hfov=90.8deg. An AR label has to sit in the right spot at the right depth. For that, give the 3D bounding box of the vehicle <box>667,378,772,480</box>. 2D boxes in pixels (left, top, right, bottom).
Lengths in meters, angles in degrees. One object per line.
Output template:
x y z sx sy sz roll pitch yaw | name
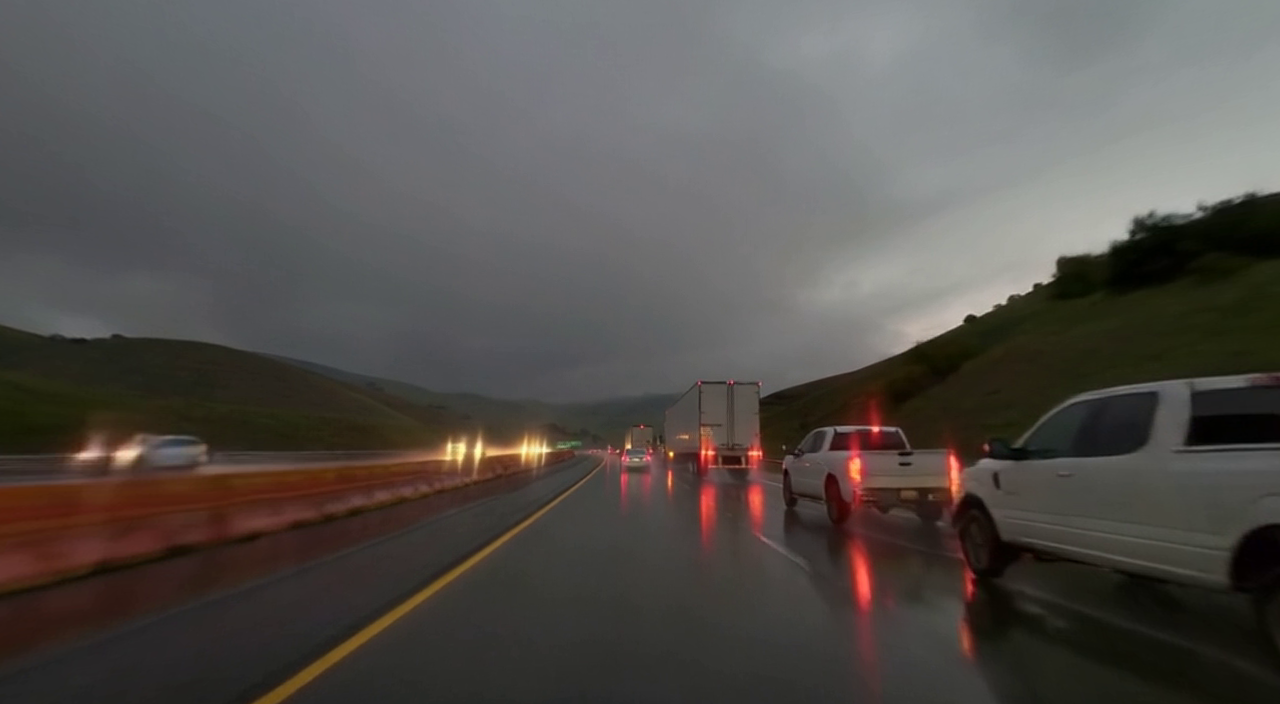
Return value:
3.504 4.207 32.672 2.911 4.099 14.578 0 -9 -2 | vehicle

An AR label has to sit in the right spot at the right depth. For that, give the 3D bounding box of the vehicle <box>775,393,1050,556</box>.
3.884 1.895 10.365 2.034 1.968 5.221 0 -9 -2 | vehicle

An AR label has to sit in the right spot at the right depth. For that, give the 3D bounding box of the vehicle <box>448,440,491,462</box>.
-12.396 7.217 45.993 2.149 1.455 3.690 0 -9 -1 | vehicle

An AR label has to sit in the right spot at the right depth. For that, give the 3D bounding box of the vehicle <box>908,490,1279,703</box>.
4.072 1.599 4.301 2.129 0.956 5.390 0 -9 0 | vehicle

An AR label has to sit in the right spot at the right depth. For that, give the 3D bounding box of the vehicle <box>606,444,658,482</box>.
-0.382 4.636 26.541 2.029 1.437 3.794 0 -9 -2 | vehicle

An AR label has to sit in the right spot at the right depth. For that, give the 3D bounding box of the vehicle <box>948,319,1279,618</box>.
4.094 0.744 4.191 1.873 1.465 4.264 0 -9 -1 | vehicle

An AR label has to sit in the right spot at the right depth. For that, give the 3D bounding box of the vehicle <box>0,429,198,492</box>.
-14.988 3.033 17.822 1.984 1.558 4.164 0 -9 -1 | vehicle
